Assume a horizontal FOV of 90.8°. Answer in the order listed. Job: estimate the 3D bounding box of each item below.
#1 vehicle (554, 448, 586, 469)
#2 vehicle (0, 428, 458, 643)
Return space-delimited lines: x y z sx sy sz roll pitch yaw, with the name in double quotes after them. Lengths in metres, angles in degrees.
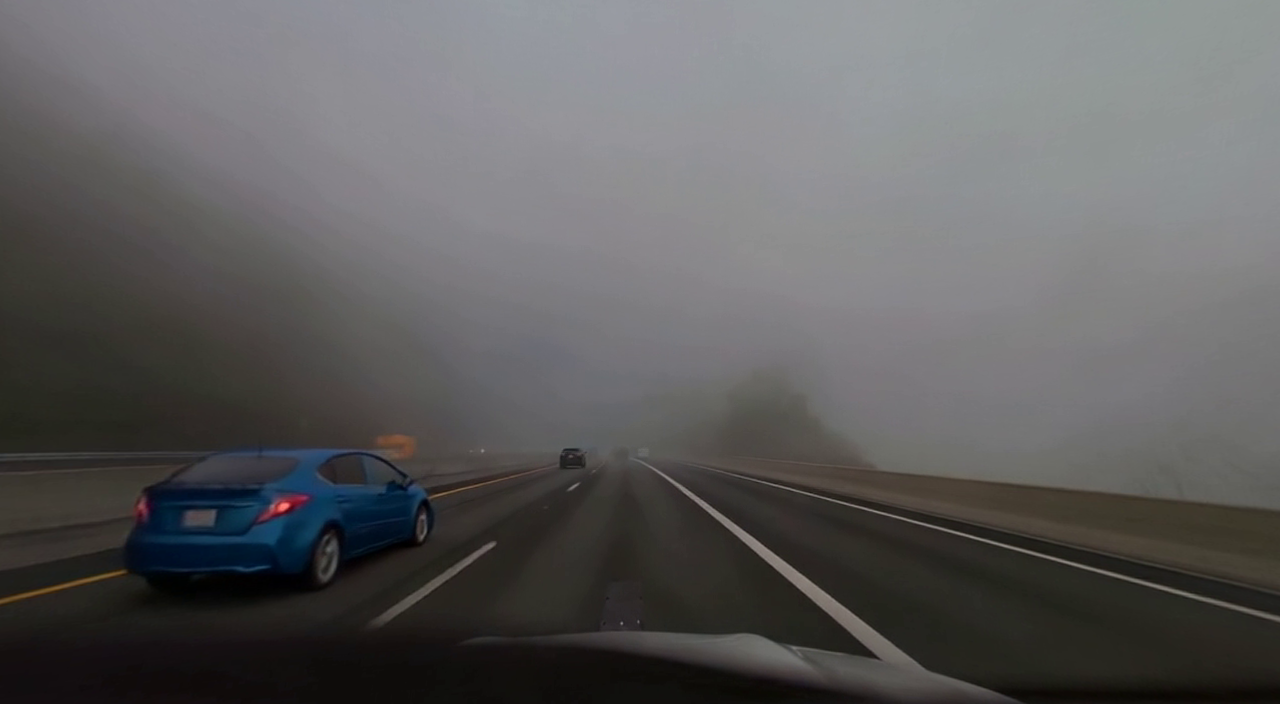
-5.168 7.902 47.026 2.049 1.521 4.366 0 -9 -2 "vehicle"
-3.738 1.673 7.004 1.957 1.499 4.965 0 -9 0 "vehicle"
